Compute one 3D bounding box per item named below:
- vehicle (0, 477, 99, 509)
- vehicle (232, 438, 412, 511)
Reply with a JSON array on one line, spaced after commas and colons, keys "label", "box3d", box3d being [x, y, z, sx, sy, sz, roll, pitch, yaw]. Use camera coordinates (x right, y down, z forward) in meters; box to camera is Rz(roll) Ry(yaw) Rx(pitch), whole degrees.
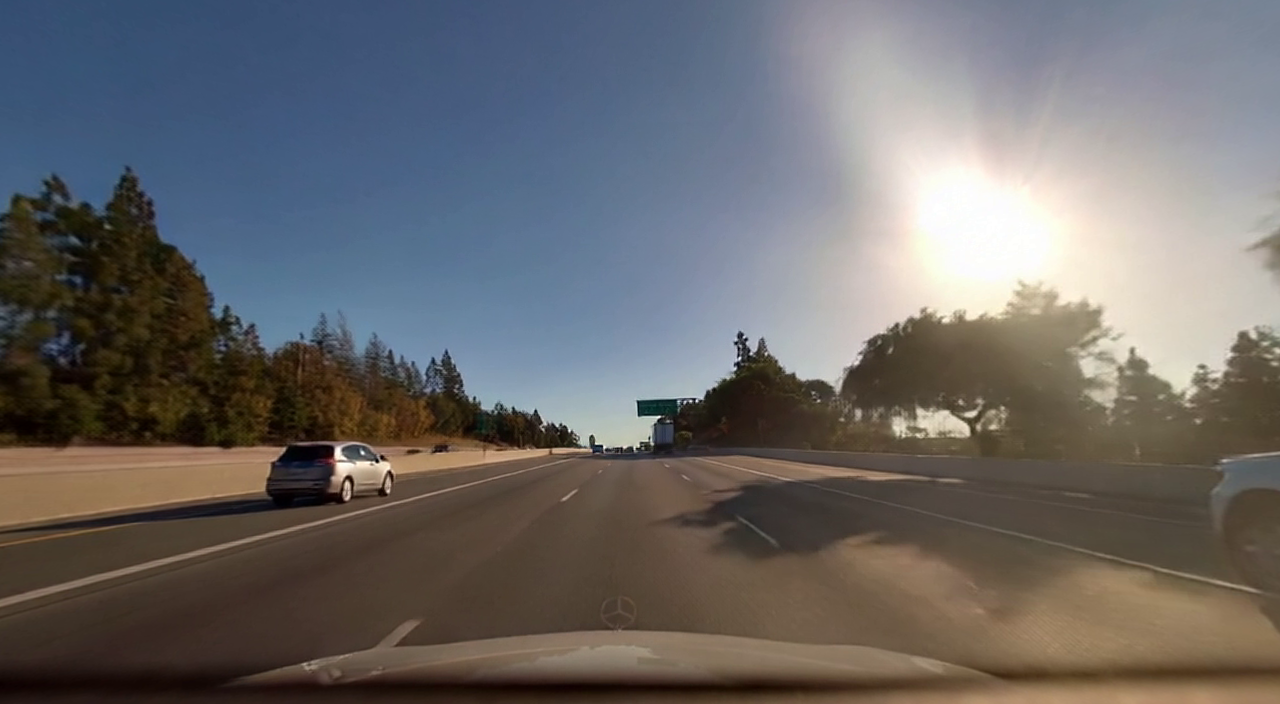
[{"label": "vehicle", "box3d": [-35.053, 8.277, 37.273, 1.951, 1.523, 4.625, 0, -9, 2]}, {"label": "vehicle", "box3d": [-7.392, 2.872, 15.345, 2.033, 1.494, 4.508, 0, -9, 0]}]
